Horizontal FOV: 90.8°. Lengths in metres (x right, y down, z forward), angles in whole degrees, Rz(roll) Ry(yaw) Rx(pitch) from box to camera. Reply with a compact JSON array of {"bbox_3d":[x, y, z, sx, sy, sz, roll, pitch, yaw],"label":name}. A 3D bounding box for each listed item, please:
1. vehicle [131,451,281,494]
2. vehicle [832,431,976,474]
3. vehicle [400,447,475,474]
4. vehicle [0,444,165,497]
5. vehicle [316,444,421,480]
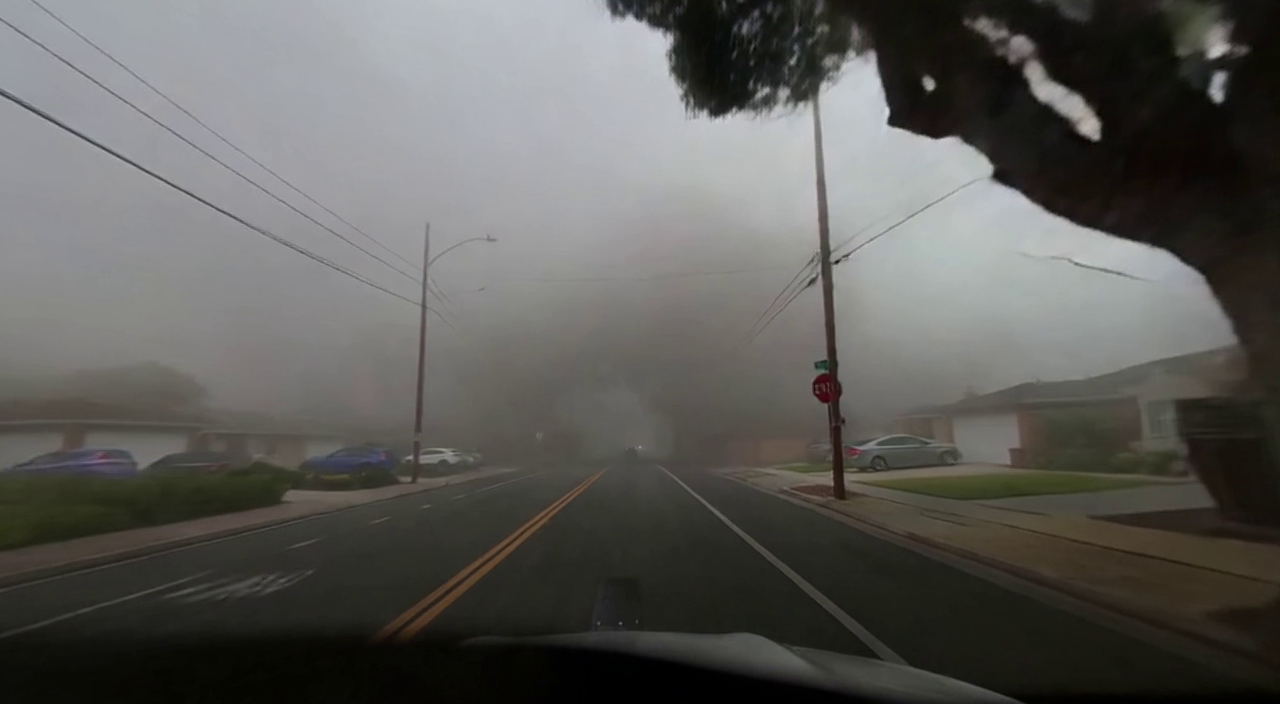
[{"bbox_3d":[-16.562,4.609,24.352,4.199,1.510,2.058,2,-8,-10],"label":"vehicle"},{"bbox_3d":[10.562,4.036,25.491,4.908,1.537,2.065,0,-8,-7],"label":"vehicle"},{"bbox_3d":[-12.454,6.700,39.037,3.927,1.560,2.049,0,-8,-1],"label":"vehicle"},{"bbox_3d":[-21.929,4.482,24.163,5.369,1.862,2.338,1,-8,-8],"label":"vehicle"},{"bbox_3d":[-13.059,5.318,30.651,4.207,1.648,1.956,1,-8,-6],"label":"vehicle"}]
